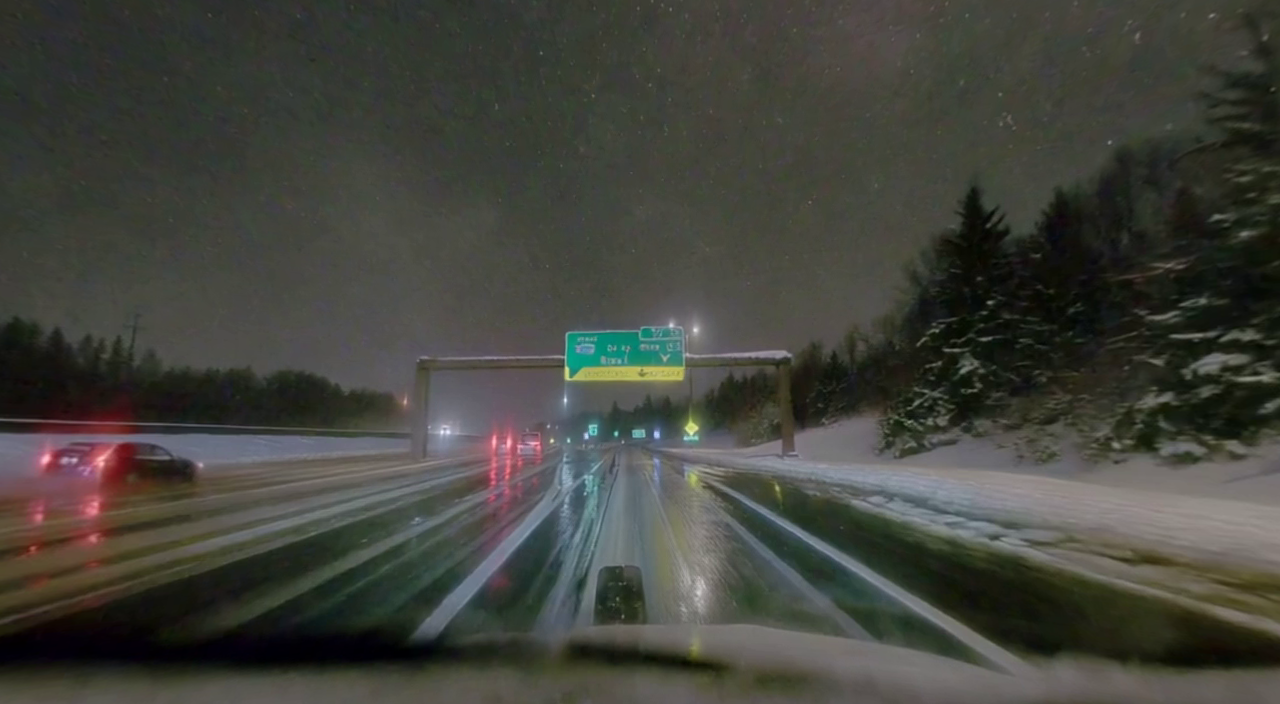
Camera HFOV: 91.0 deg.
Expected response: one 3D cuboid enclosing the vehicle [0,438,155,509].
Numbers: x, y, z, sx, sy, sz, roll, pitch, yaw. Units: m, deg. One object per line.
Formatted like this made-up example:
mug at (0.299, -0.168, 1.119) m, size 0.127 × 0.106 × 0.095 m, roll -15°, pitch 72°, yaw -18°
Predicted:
vehicle at (-16.311, 3.339, 17.726) m, size 2.093 × 1.735 × 4.285 m, roll 1°, pitch -9°, yaw -5°
